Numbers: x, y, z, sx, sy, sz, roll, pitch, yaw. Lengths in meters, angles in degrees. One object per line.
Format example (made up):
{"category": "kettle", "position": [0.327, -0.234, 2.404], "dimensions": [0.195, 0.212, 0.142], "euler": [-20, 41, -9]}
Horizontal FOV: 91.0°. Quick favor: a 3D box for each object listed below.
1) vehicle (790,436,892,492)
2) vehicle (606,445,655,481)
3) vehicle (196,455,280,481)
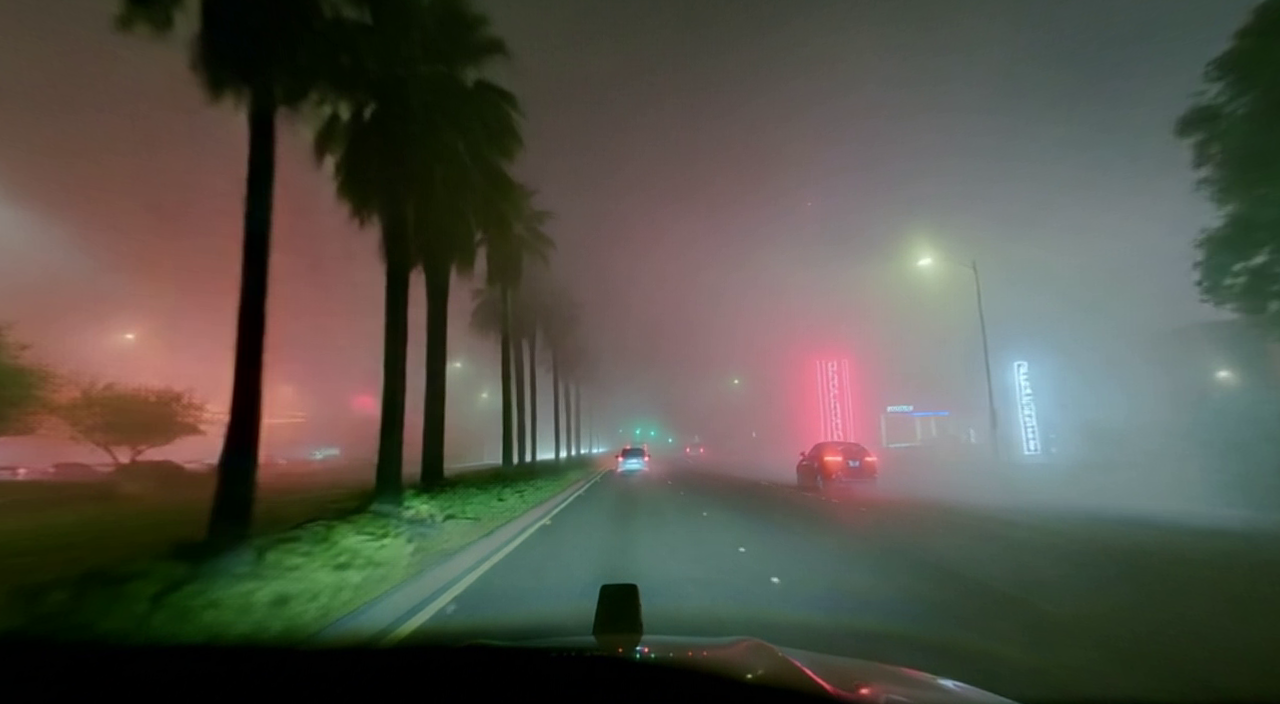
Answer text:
{"category": "vehicle", "position": [6.424, 3.614, 20.620], "dimensions": [1.949, 1.647, 3.894], "euler": [0, -9, -2]}
{"category": "vehicle", "position": [-0.405, 4.733, 27.113], "dimensions": [1.970, 1.402, 3.756], "euler": [0, -9, 0]}
{"category": "vehicle", "position": [-24.431, 7.040, 38.369], "dimensions": [3.898, 1.459, 1.680], "euler": [1, -8, -2]}
